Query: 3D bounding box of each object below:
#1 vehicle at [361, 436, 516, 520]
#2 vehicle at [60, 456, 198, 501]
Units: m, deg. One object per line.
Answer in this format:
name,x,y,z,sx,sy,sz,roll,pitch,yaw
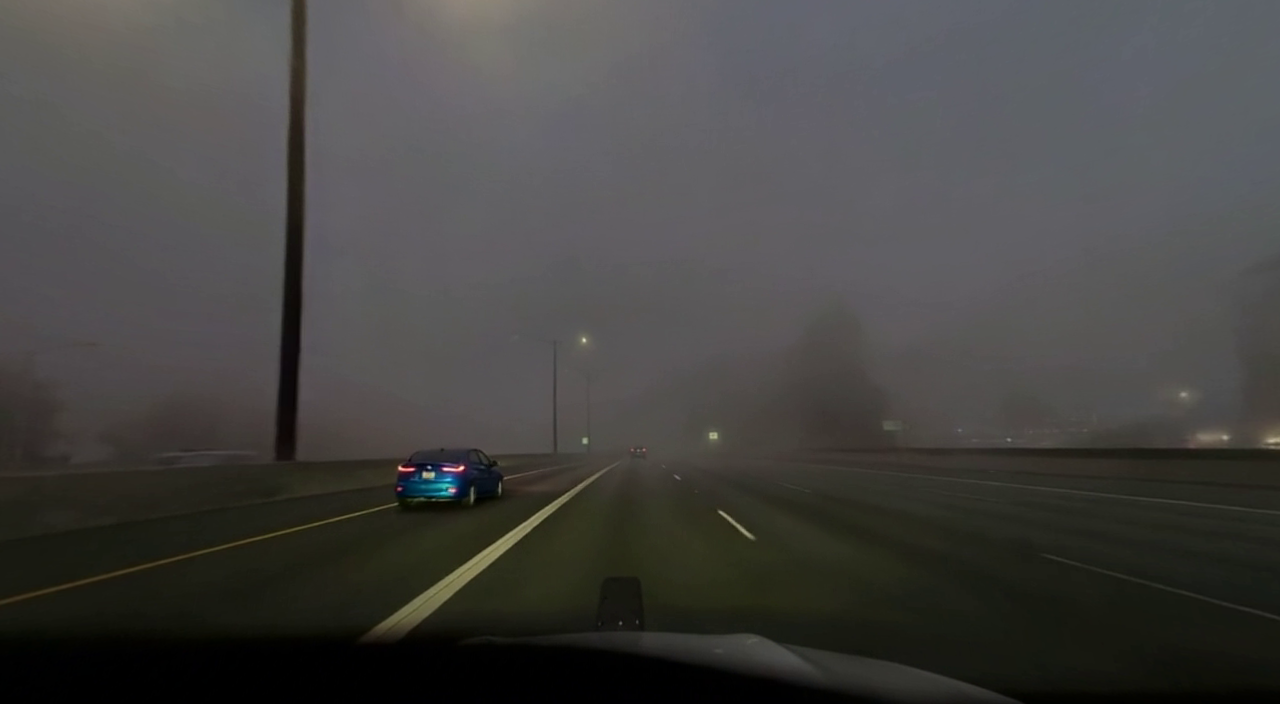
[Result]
vehicle,-4.101,2.636,13.757,1.900,1.492,4.495,-1,-9,0
vehicle,-21.230,5.225,26.552,1.858,1.615,4.735,-1,-9,0
